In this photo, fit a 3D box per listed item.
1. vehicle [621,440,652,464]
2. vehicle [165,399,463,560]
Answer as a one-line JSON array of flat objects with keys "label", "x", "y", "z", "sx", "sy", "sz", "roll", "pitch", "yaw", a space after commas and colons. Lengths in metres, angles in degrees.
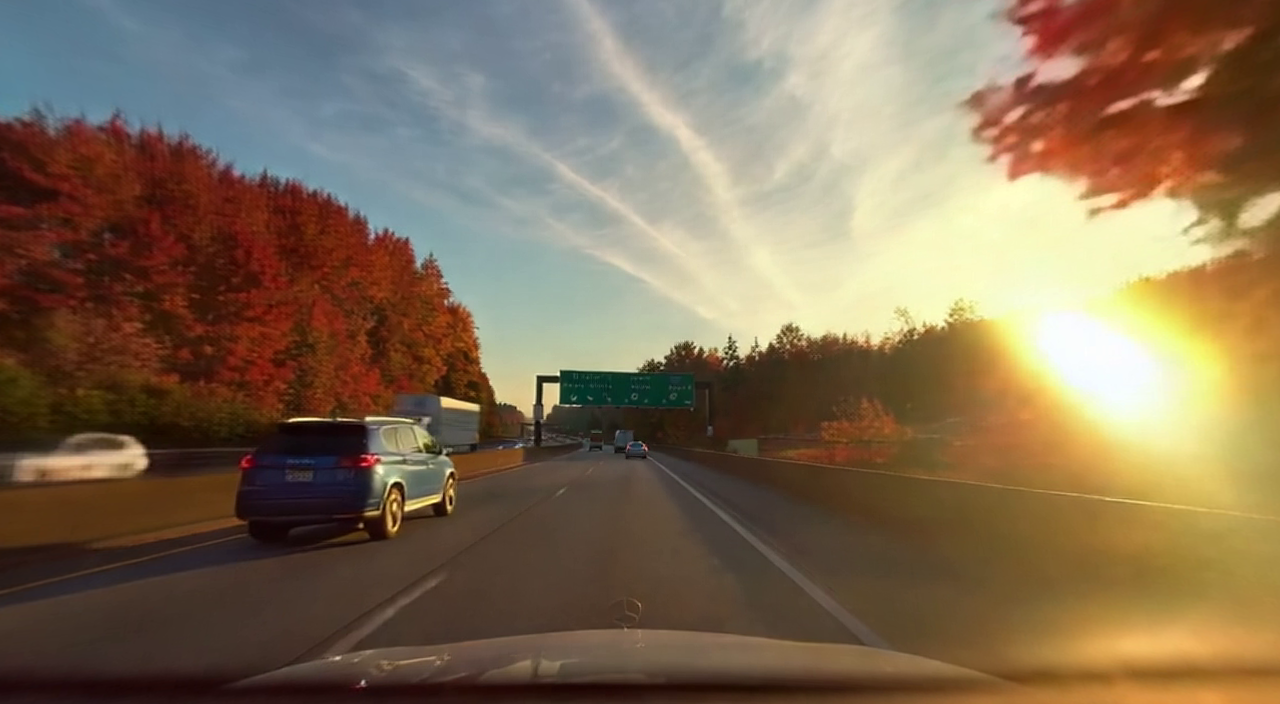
[{"label": "vehicle", "x": -0.257, "y": 6.558, "z": 41.546, "sx": 1.939, "sy": 1.497, "sz": 3.863, "roll": 0, "pitch": -8, "yaw": -1}, {"label": "vehicle", "x": -4.109, "y": 1.681, "z": 8.945, "sx": 1.924, "sy": 1.720, "sz": 4.195, "roll": 0, "pitch": -8, "yaw": 0}]
